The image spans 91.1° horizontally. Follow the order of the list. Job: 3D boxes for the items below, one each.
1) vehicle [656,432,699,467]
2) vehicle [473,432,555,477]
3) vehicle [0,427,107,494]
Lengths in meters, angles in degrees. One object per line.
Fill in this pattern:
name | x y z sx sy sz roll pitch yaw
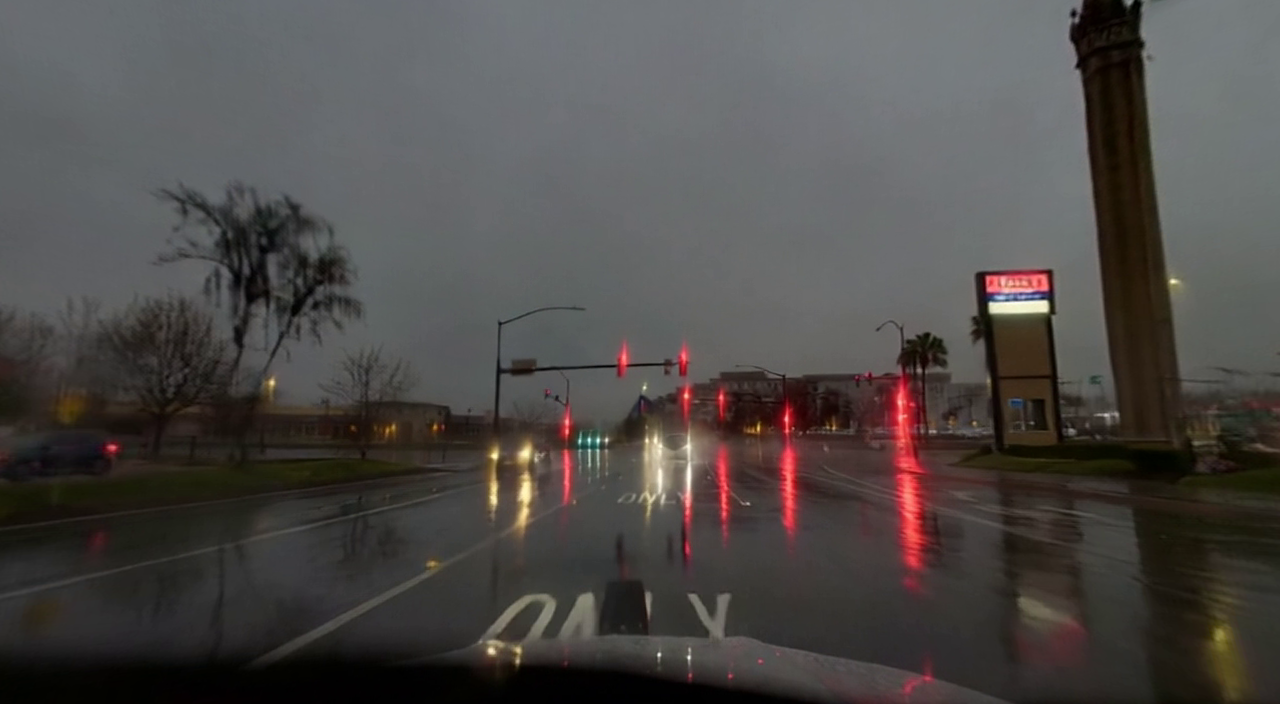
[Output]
vehicle | 2.465 6.308 40.805 2.590 2.080 5.284 0 -9 4
vehicle | -5.905 4.903 30.354 2.366 1.941 5.823 -1 -9 5
vehicle | -22.684 3.683 21.529 6.446 2.143 2.606 0 -9 2
